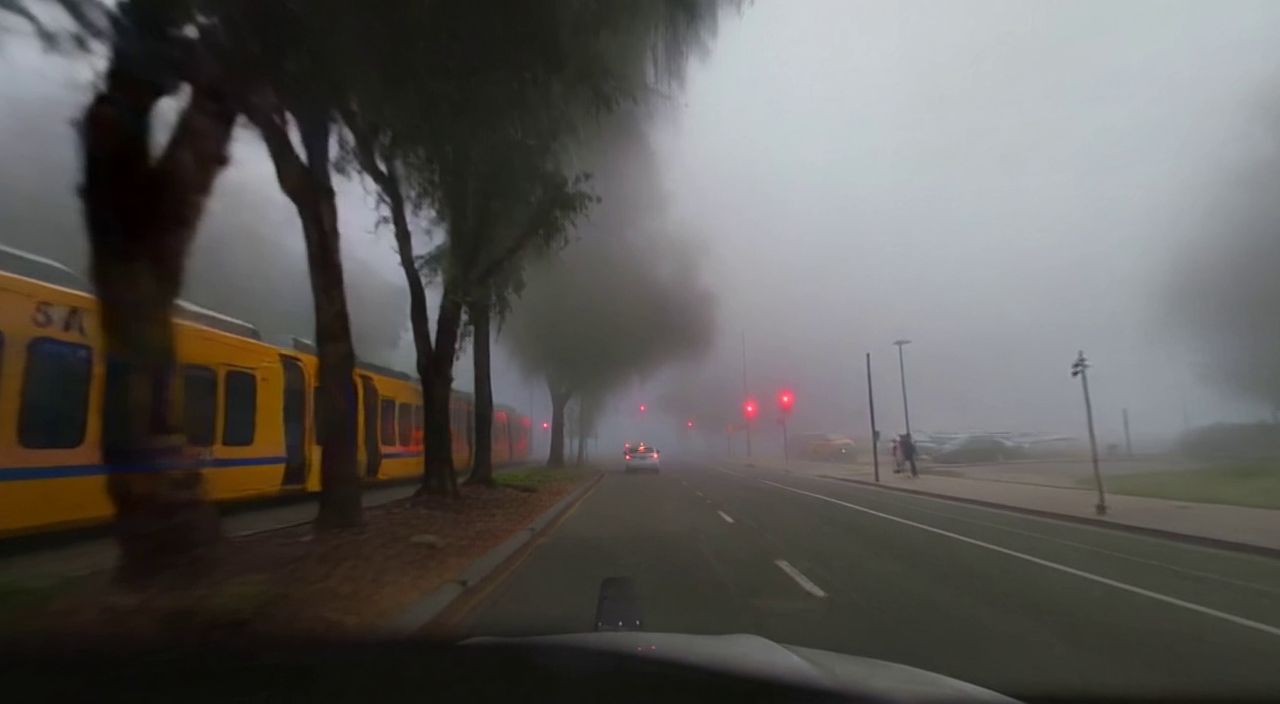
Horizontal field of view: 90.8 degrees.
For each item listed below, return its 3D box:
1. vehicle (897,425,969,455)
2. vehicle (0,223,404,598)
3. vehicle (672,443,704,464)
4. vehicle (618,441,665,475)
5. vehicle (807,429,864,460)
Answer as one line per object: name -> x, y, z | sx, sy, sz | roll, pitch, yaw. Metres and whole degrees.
vehicle -> 19.402, 5.901, 42.230 | 2.159, 1.817, 5.675 | 0, -8, 1
vehicle -> -7.805, 1.035, 10.076 | 2.897, 3.700, 13.528 | 0, -7, 0
vehicle -> 3.319, 7.125, 44.504 | 1.944, 1.447, 4.392 | 0, -8, 0
vehicle -> 0.042, 4.872, 29.283 | 2.002, 1.471, 4.337 | 0, -8, 0
vehicle -> 13.200, 6.314, 43.101 | 2.145, 1.911, 5.581 | 0, -8, 1
